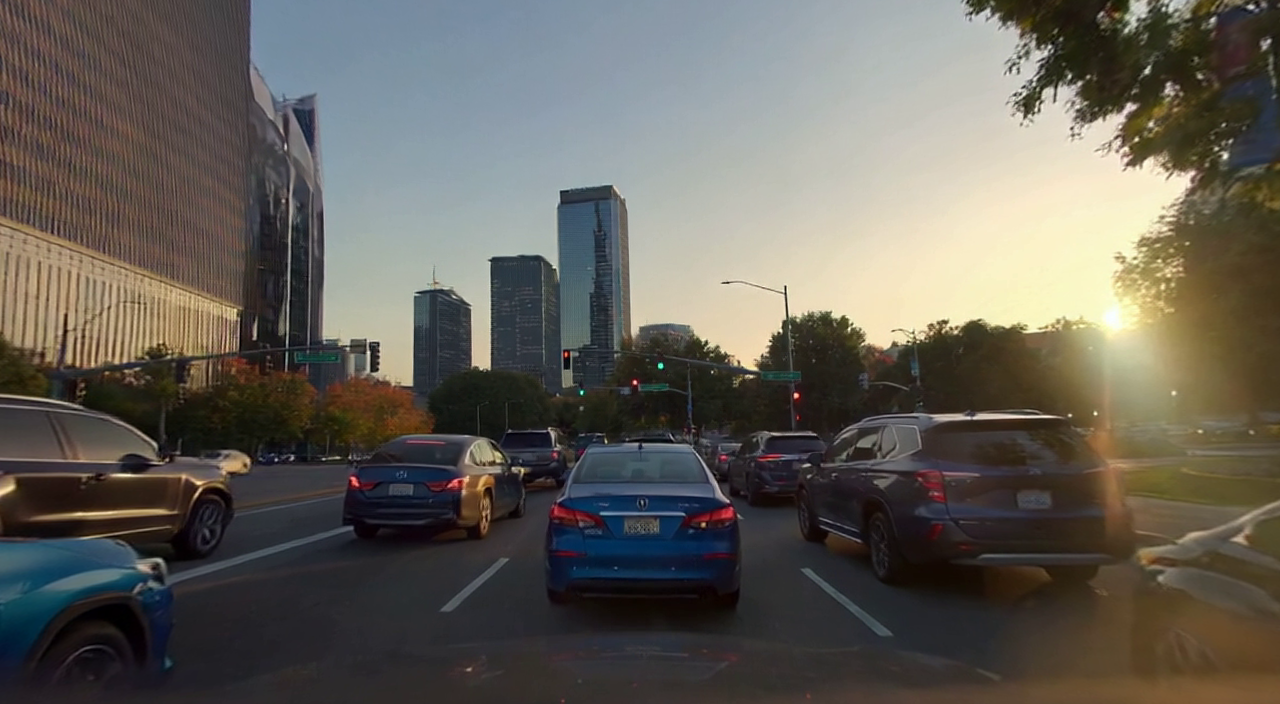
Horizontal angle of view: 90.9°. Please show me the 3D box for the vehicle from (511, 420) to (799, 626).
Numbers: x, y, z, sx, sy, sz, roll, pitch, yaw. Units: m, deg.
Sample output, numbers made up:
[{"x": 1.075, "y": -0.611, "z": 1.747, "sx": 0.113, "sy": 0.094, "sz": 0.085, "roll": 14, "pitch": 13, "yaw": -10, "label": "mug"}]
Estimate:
[{"x": 0.098, "y": 1.576, "z": 6.755, "sx": 2.147, "sy": 1.507, "sz": 3.953, "roll": 0, "pitch": -8, "yaw": 0, "label": "vehicle"}]

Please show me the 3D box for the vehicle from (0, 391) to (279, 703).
[{"x": -3.361, "y": 0.799, "z": 1.534, "sx": 2.144, "sy": 1.505, "sz": 4.635, "roll": -1, "pitch": -8, "yaw": 1, "label": "vehicle"}]

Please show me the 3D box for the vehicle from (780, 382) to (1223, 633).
[{"x": 3.091, "y": 1.437, "z": 6.775, "sx": 2.108, "sy": 1.785, "sz": 4.334, "roll": 0, "pitch": -8, "yaw": -1, "label": "vehicle"}]

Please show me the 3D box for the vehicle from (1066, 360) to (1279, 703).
[{"x": 2.888, "y": 0.583, "z": 0.372, "sx": 2.051, "sy": 1.548, "sz": 4.532, "roll": 0, "pitch": -9, "yaw": 0, "label": "vehicle"}]

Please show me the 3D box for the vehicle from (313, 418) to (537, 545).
[{"x": -3.324, "y": 2.115, "z": 10.962, "sx": 2.168, "sy": 1.719, "sz": 4.561, "roll": -1, "pitch": -8, "yaw": 2, "label": "vehicle"}]
